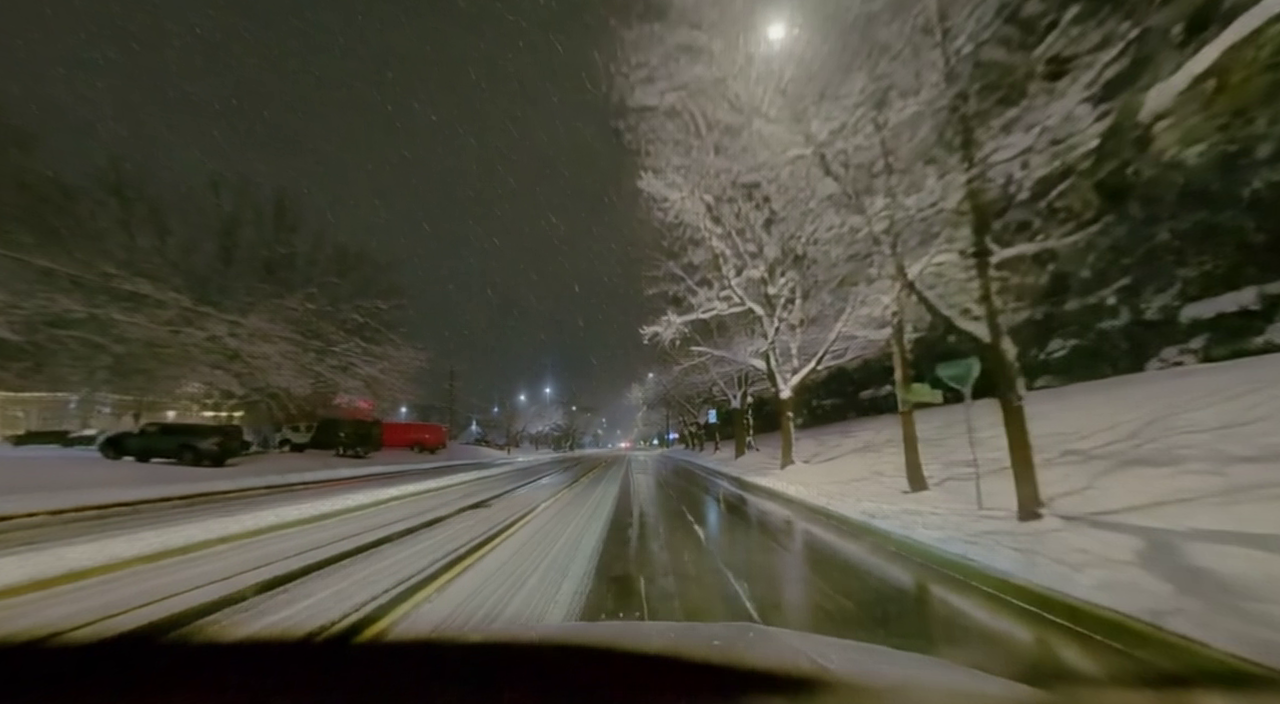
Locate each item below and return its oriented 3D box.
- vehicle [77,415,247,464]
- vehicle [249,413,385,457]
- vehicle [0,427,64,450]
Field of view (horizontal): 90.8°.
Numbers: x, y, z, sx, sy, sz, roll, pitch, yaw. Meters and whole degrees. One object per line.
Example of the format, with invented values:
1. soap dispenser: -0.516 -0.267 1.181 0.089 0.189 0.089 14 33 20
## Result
1. vehicle: -19.409 3.602 25.877 5.109 1.891 2.206 0 -8 -1
2. vehicle: -19.776 5.135 38.977 6.919 2.613 2.356 1 -8 -5
3. vehicle: -46.373 6.503 47.504 4.146 1.644 1.716 5 -10 -33
